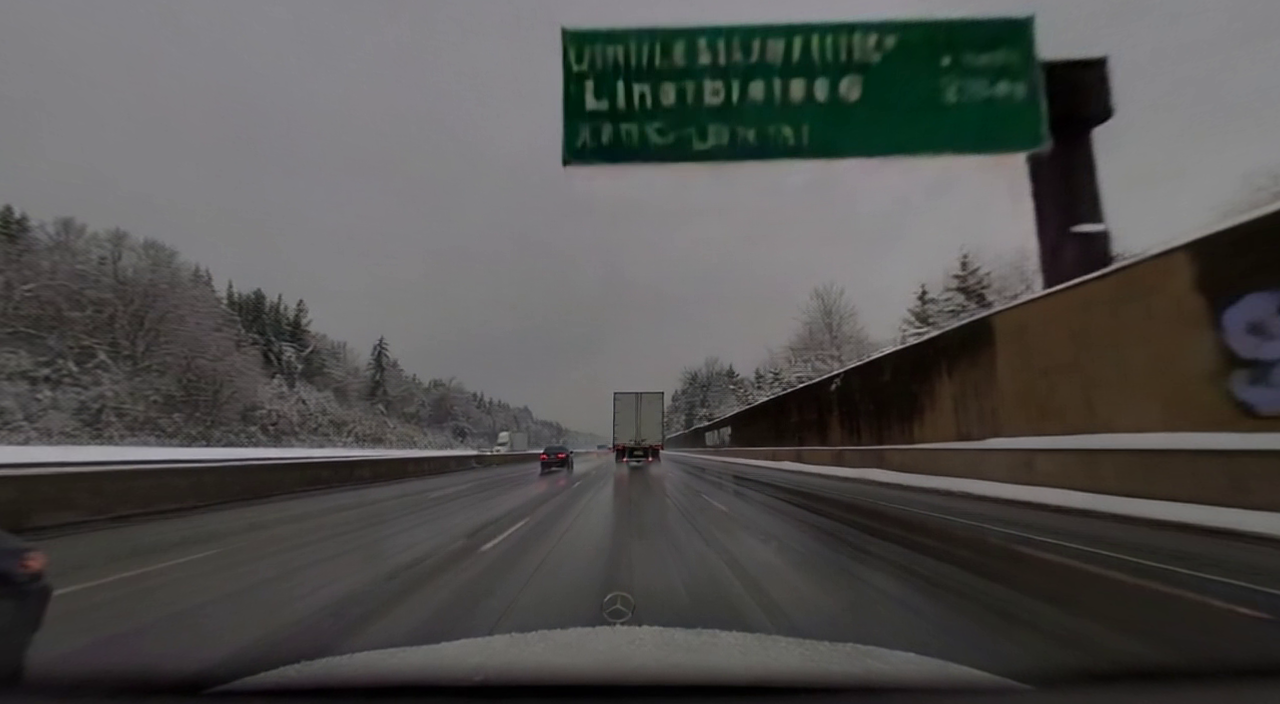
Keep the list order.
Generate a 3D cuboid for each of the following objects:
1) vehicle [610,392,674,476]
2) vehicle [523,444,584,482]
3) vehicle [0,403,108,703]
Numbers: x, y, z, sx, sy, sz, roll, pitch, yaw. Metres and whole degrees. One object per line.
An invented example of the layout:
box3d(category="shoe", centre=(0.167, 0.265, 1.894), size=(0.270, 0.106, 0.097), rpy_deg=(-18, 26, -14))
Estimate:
box3d(category="vehicle", centre=(0.025, 4.751, 35.492), size=(3.042, 4.023, 10.832), rpy_deg=(0, -9, -1))
box3d(category="vehicle", centre=(-3.736, 4.888, 27.806), size=(2.158, 1.538, 4.047), rpy_deg=(0, -9, 0))
box3d(category="vehicle", centre=(-3.817, 0.751, 1.242), size=(1.936, 1.500, 4.055), rpy_deg=(0, -9, 0))
